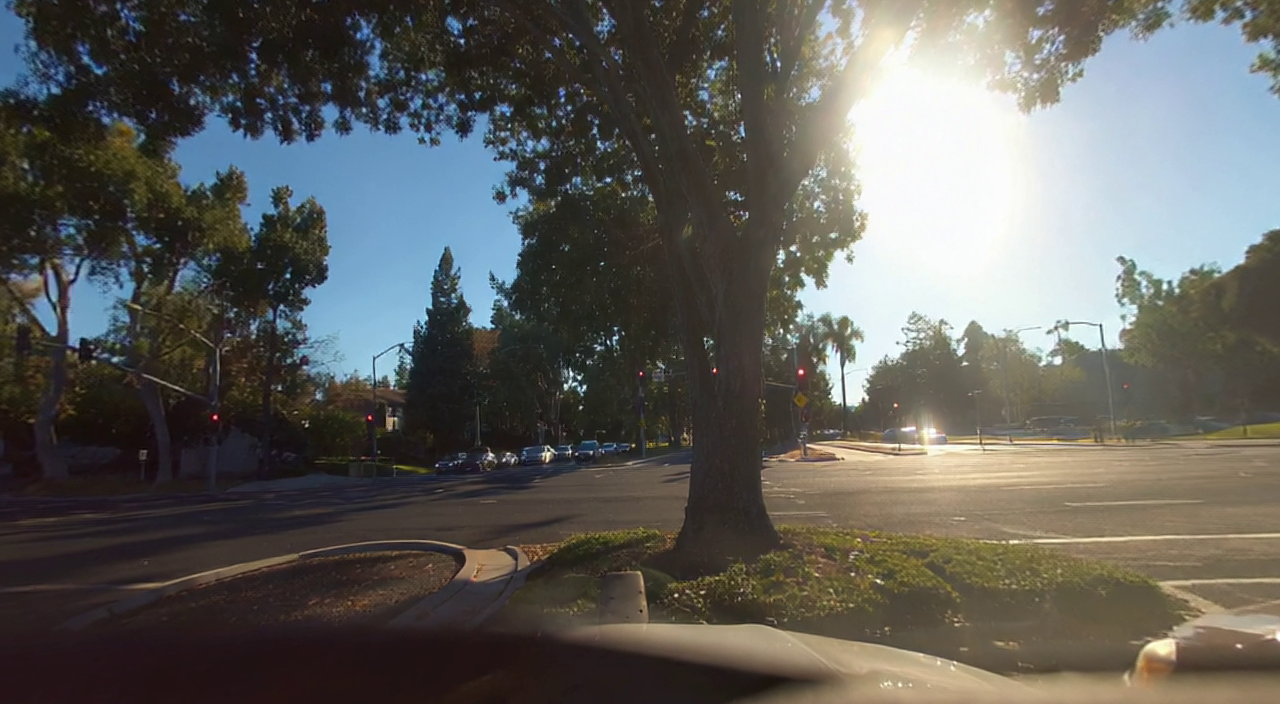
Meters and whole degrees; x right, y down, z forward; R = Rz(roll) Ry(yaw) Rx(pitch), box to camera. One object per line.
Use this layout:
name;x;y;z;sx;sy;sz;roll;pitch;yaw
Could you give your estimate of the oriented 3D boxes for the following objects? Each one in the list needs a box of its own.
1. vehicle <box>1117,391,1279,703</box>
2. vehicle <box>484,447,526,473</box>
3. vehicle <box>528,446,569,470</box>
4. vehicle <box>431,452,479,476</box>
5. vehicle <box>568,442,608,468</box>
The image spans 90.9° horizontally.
vehicle;3.051;0.617;0.419;1.978;1.468;4.544;0;-9;2
vehicle;-9.785;7.836;45.955;2.064;1.725;4.243;0;-9;1
vehicle;-6.551;7.606;45.497;2.126;1.657;4.307;0;-9;2
vehicle;-13.406;8.148;45.987;2.101;1.637;4.304;0;-9;1
vehicle;-3.582;7.210;44.304;2.215;1.732;4.684;-1;-9;2
